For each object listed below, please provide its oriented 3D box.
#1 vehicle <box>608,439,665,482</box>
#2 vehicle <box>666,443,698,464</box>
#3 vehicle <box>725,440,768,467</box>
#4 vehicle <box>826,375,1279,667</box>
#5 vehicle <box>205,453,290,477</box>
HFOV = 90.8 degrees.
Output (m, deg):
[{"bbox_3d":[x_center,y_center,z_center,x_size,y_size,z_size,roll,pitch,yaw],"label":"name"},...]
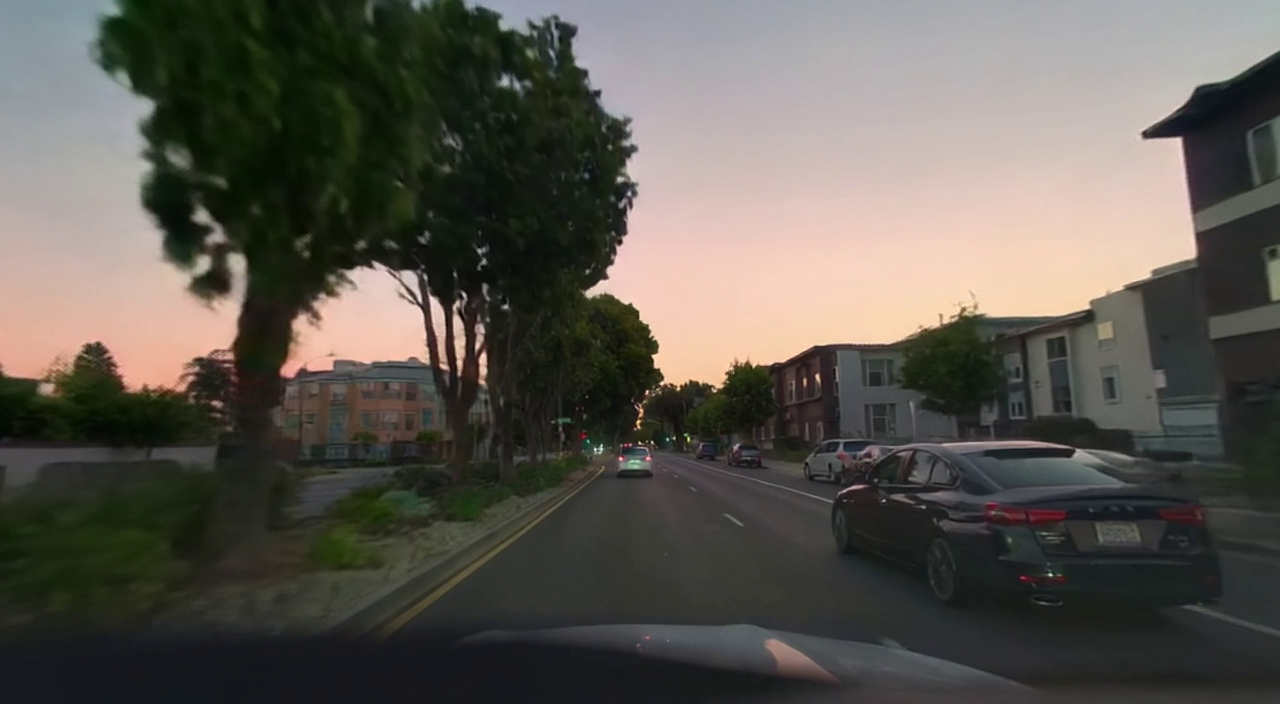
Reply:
[{"bbox_3d":[-0.124,4.127,24.188,2.006,1.487,3.535,-1,-9,0],"label":"vehicle"},{"bbox_3d":[3.053,7.445,46.518,1.910,1.474,4.003,0,-9,-2],"label":"vehicle"},{"bbox_3d":[7.336,7.027,43.828,2.115,1.739,4.528,0,-9,-1],"label":"vehicle"},{"bbox_3d":[3.372,1.305,5.860,1.949,1.723,4.020,0,-9,-1],"label":"vehicle"},{"bbox_3d":[-27.927,8.052,45.082,4.732,1.497,2.077,-2,-9,3],"label":"vehicle"}]
